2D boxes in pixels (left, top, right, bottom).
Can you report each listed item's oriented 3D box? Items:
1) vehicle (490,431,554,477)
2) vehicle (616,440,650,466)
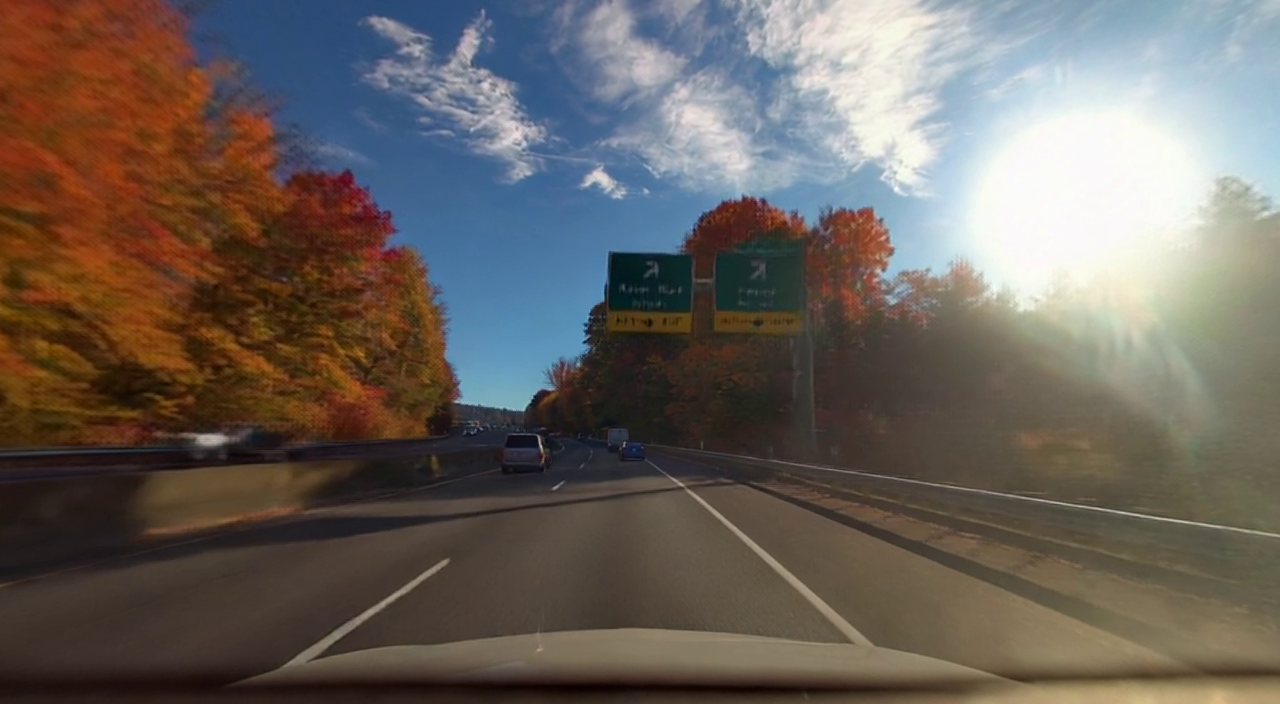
[{"bbox_3d":[-4.777,4.200,26.108,1.924,1.720,4.195,0,-8,-1],"label":"vehicle"},{"bbox_3d":[-0.453,6.121,38.453,1.939,1.497,3.863,0,-8,-2],"label":"vehicle"}]
